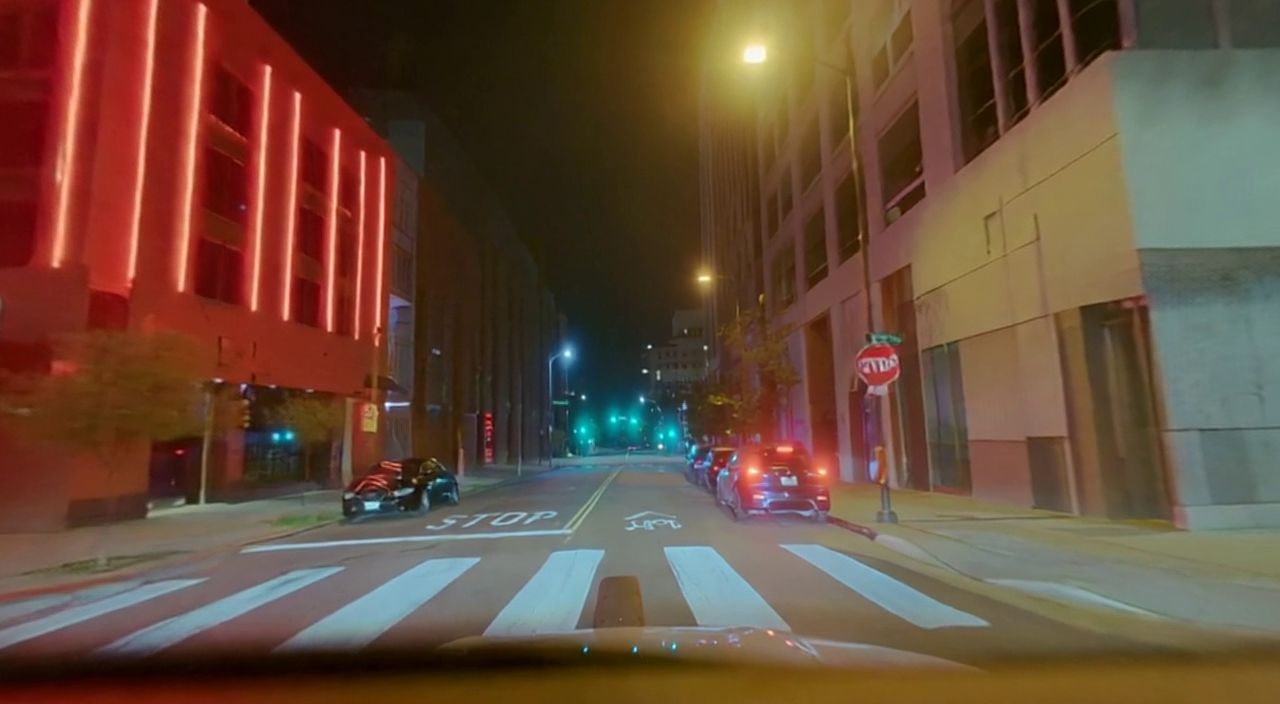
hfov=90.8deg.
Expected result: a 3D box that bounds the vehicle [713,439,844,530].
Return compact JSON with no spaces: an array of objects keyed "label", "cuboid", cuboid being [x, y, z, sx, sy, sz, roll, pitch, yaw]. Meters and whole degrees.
[{"label":"vehicle","cuboid":[2.880,2.828,14.218,1.917,1.680,4.500,0,-8,0]}]

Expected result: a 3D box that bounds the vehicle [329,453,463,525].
[{"label":"vehicle","cuboid":[-5.733,3.219,15.405,1.864,1.447,3.887,0,-8,-3]}]
